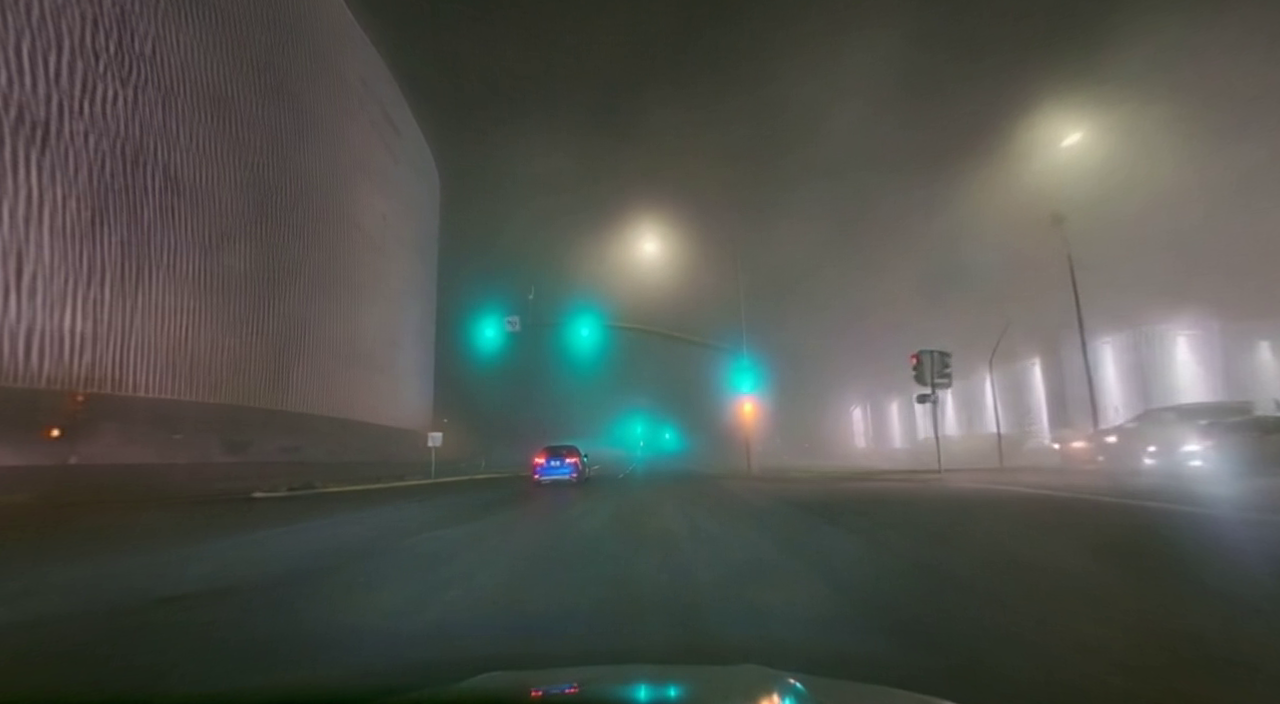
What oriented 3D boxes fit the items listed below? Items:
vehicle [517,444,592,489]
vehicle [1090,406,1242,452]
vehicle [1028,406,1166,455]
[{"bbox_3d":[-3.004,4.132,23.107,1.971,1.486,4.380,-1,-9,3],"label":"vehicle"},{"bbox_3d":[19.291,2.907,23.385,2.004,1.530,4.158,0,-9,0],"label":"vehicle"},{"bbox_3d":[16.699,2.958,23.327,1.851,1.594,4.324,0,-9,0],"label":"vehicle"}]
